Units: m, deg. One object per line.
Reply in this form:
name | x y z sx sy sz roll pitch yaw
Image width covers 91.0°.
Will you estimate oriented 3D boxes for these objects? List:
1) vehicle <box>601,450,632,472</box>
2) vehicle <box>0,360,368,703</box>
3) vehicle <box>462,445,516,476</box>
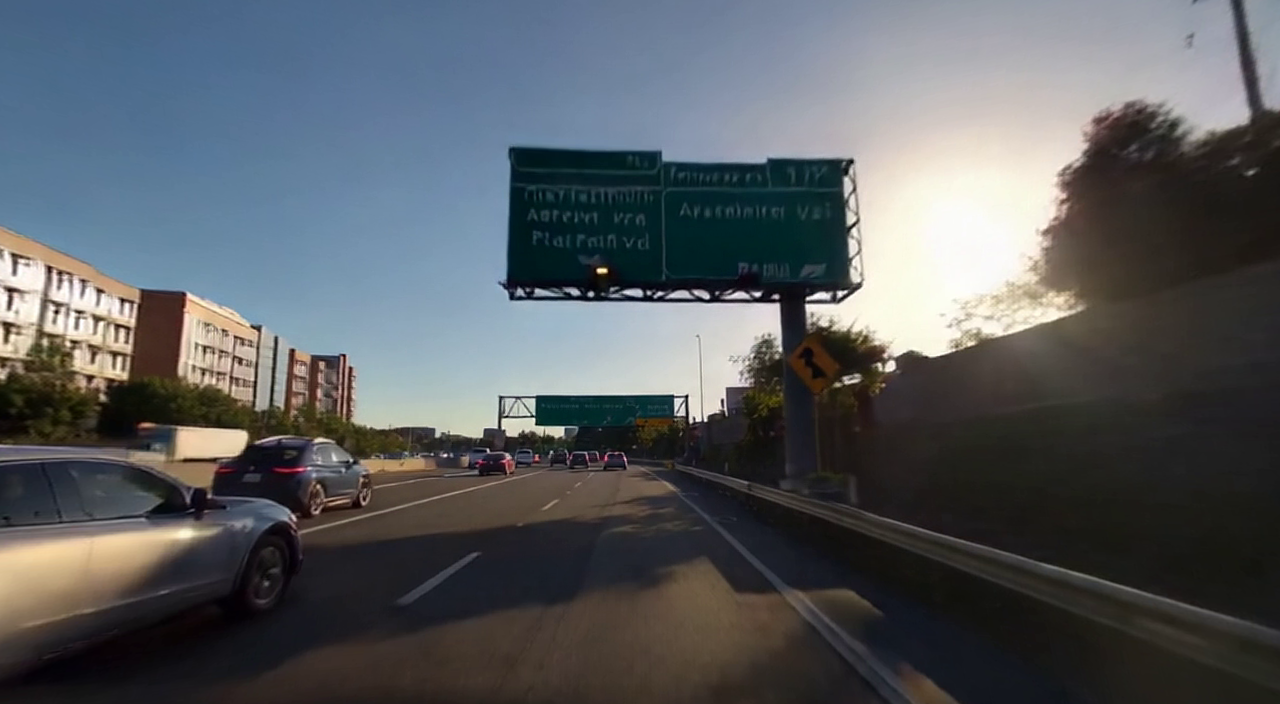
vehicle | -1.677 7.724 44.874 2.110 1.501 4.319 0 -9 -2
vehicle | -3.587 1.048 3.495 2.036 1.717 4.592 0 -9 1
vehicle | -8.657 6.264 36.557 2.065 1.689 4.399 0 -9 -1
